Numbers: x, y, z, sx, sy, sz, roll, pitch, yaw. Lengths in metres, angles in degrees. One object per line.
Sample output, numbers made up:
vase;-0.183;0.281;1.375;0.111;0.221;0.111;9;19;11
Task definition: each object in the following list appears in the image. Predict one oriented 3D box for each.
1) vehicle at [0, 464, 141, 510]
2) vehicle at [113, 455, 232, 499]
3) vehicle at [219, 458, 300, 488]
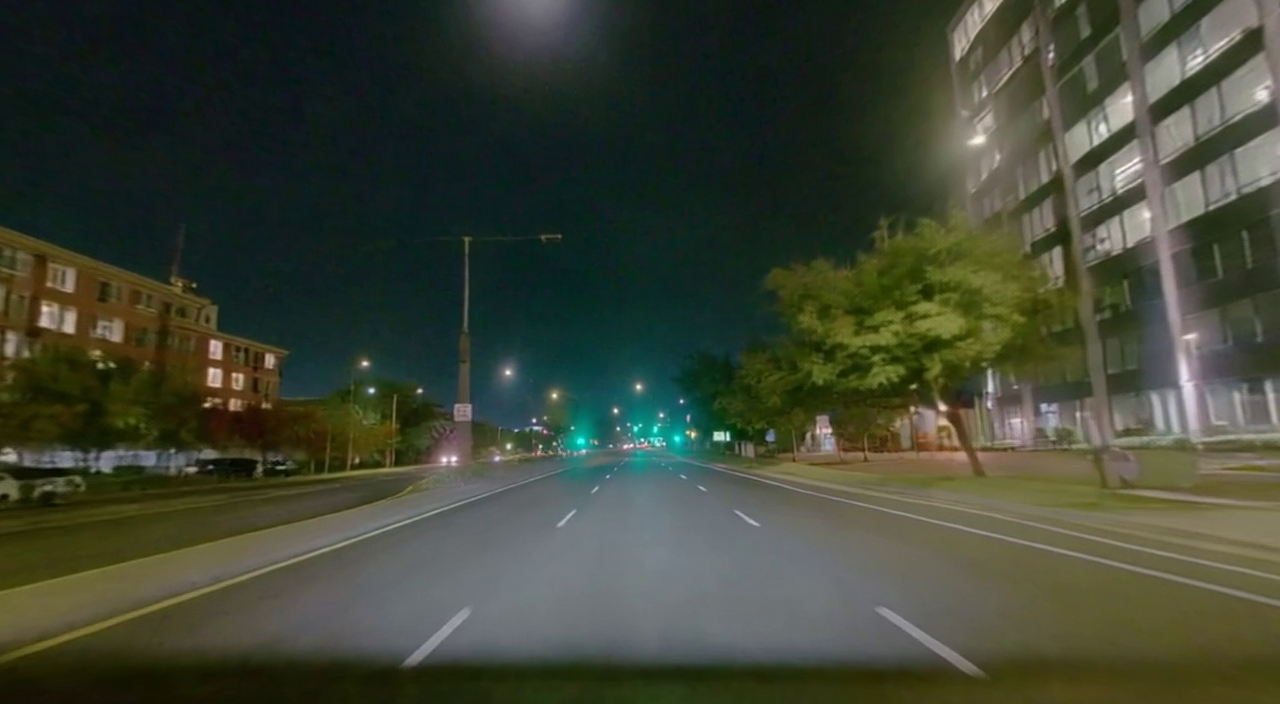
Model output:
vehicle;-22.031;5.178;24.538;1.897;1.462;4.278;0;-8;-3
vehicle;-22.131;5.889;30.187;2.043;1.816;4.776;0;-8;-1
vehicle;-21.939;6.980;36.685;1.841;1.505;4.664;0;-8;-1
